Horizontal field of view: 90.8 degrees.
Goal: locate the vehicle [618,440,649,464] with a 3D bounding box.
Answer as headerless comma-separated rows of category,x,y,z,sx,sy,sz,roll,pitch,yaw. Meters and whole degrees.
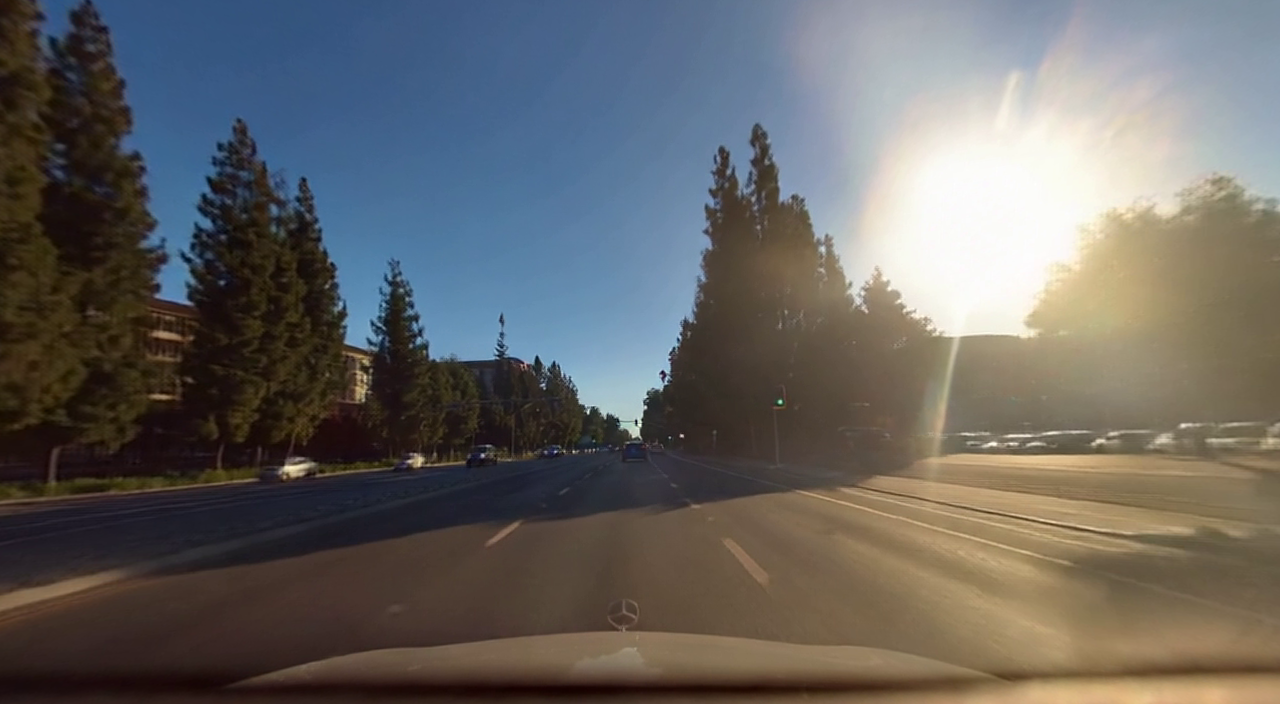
vehicle,-0.496,7.352,46.601,2.174,1.703,4.231,0,-9,0

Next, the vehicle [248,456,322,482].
vehicle,-22.447,7.418,40.190,1.892,1.483,4.720,0,-9,1
